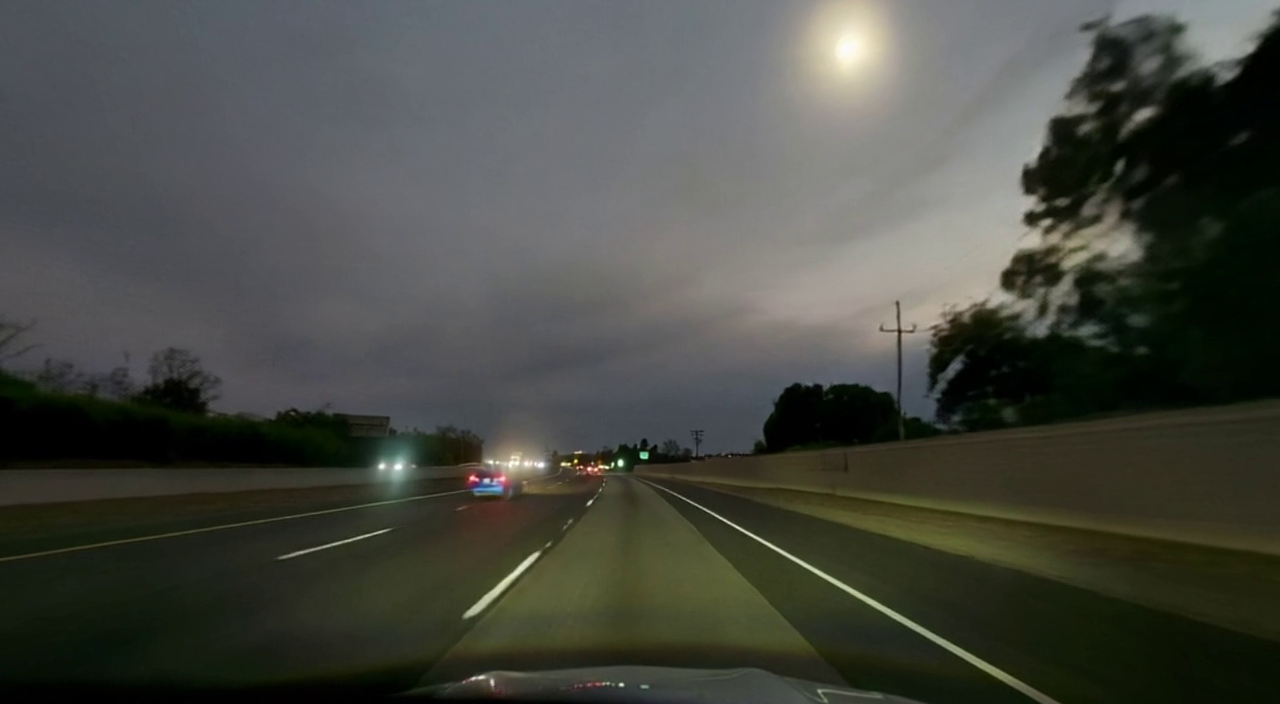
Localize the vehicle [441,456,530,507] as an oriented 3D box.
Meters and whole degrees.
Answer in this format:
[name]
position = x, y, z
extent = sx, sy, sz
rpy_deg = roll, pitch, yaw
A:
[vehicle]
position = -5.728, 4.889, 24.011
extent = 2.194, 1.704, 4.421
rpy_deg = 0, -10, 1
